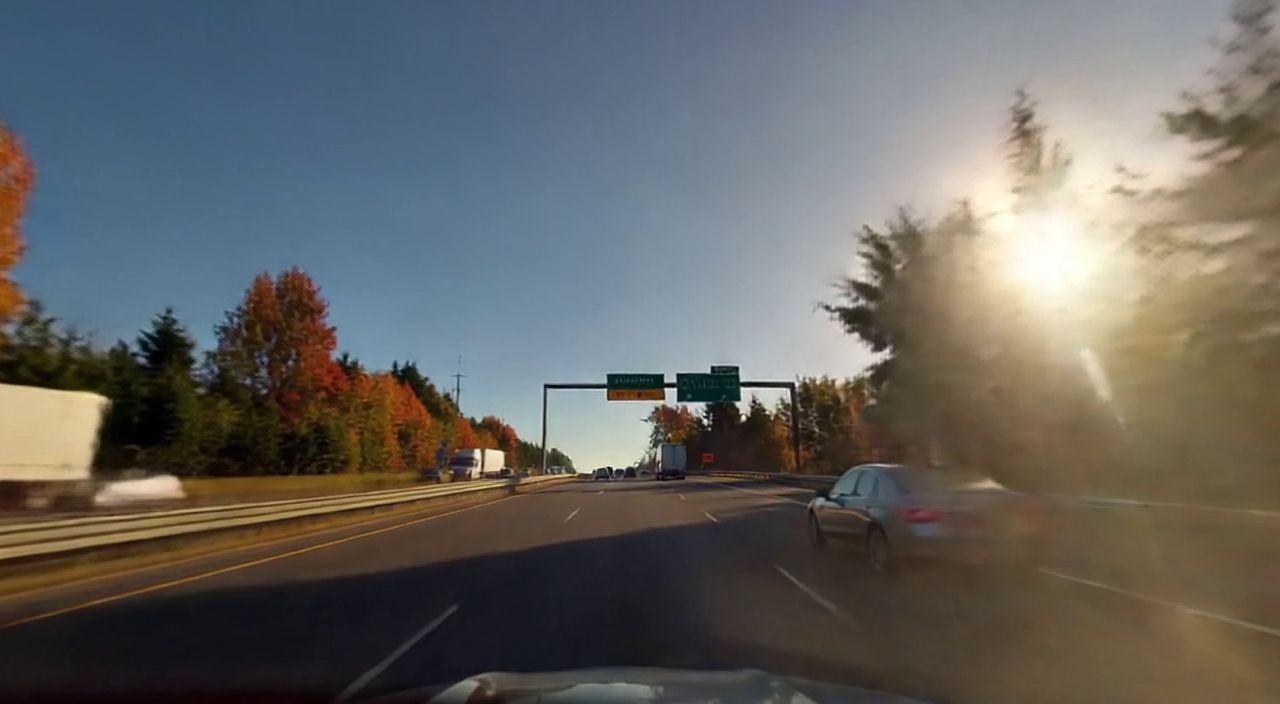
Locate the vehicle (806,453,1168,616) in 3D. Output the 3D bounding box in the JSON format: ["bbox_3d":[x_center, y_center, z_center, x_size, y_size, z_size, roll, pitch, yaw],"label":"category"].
[{"bbox_3d":[3.844,2.129,8.202,2.051,1.472,4.547,1,-10,-1],"label":"vehicle"}]

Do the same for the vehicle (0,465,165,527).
[{"bbox_3d":[-15.826,3.904,17.484,1.780,1.452,4.497,1,-10,-1],"label":"vehicle"}]
